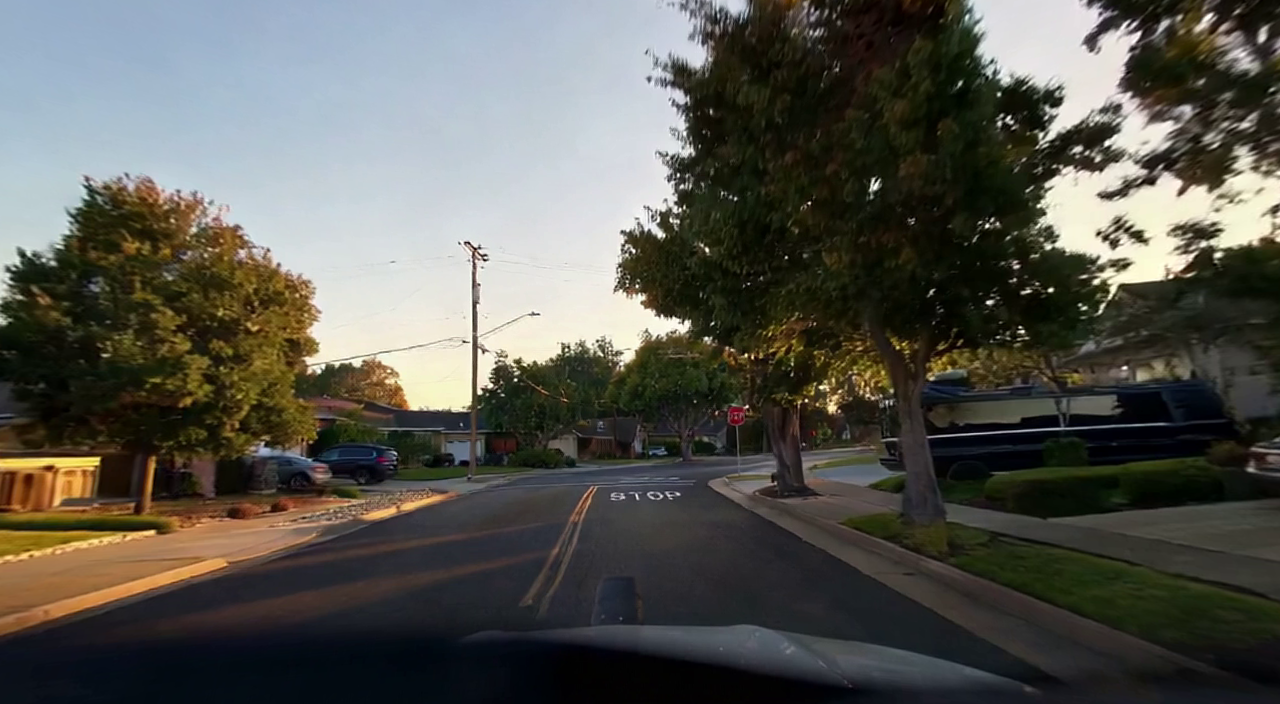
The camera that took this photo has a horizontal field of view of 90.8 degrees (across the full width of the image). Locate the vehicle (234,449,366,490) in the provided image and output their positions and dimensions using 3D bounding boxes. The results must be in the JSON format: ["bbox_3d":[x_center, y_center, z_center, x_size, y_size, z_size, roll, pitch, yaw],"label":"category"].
[{"bbox_3d":[-13.292,4.603,24.882,4.103,1.498,1.909,0,-9,2],"label":"vehicle"}]

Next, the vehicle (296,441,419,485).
[{"bbox_3d":[-12.472,4.922,28.126,4.484,1.852,2.009,0,-9,-1],"label":"vehicle"}]

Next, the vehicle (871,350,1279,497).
[{"bbox_3d":[10.798,1.806,15.612,8.828,3.111,3.352,1,-8,0],"label":"vehicle"}]
